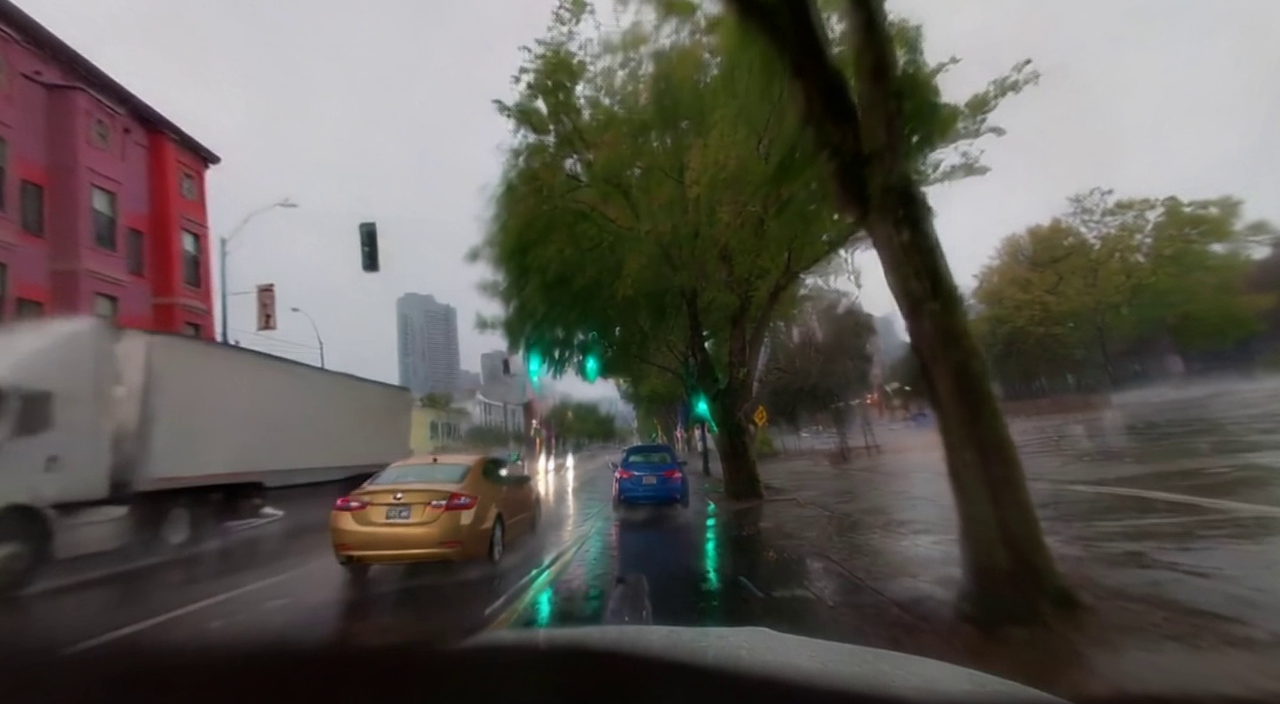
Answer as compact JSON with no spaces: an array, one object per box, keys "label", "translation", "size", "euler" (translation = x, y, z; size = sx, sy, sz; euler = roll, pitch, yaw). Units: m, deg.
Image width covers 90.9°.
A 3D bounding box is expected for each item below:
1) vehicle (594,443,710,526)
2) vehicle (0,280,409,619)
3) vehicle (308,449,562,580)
[{"label":"vehicle","translation":[0.229,2.683,13.381],"size":[2.094,1.478,3.922],"euler":[0,-8,1]},{"label":"vehicle","translation":[-8.632,1.930,13.136],"size":[2.986,3.933,11.600],"euler":[0,-8,1]},{"label":"vehicle","translation":[-2.639,2.223,9.629],"size":[2.099,1.424,4.843],"euler":[0,-8,2]}]
